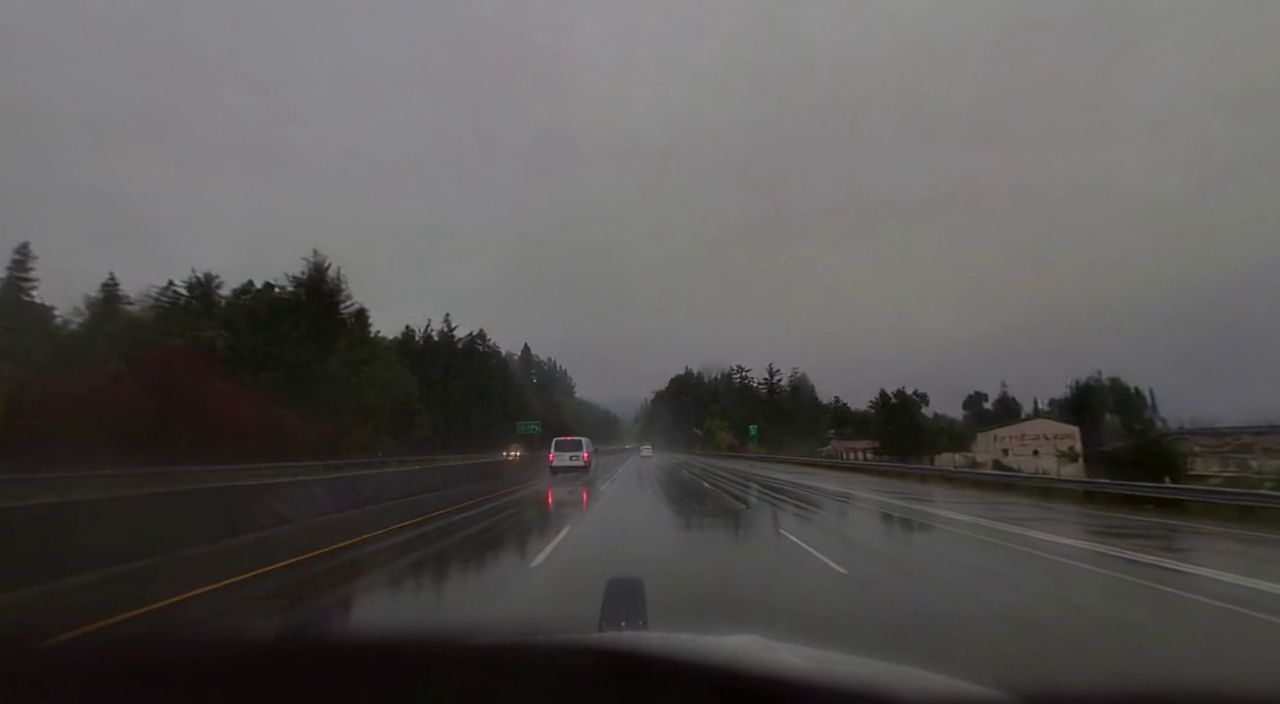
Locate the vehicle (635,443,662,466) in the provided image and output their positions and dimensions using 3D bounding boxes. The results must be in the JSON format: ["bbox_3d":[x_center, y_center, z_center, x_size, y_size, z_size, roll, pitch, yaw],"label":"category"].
[{"bbox_3d":[0.641,8.082,49.883,2.067,1.690,3.901,0,-9,-1],"label":"vehicle"}]

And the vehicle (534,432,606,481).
[{"bbox_3d":[-2.968,4.656,28.295,2.572,1.927,5.803,0,-9,0],"label":"vehicle"}]
